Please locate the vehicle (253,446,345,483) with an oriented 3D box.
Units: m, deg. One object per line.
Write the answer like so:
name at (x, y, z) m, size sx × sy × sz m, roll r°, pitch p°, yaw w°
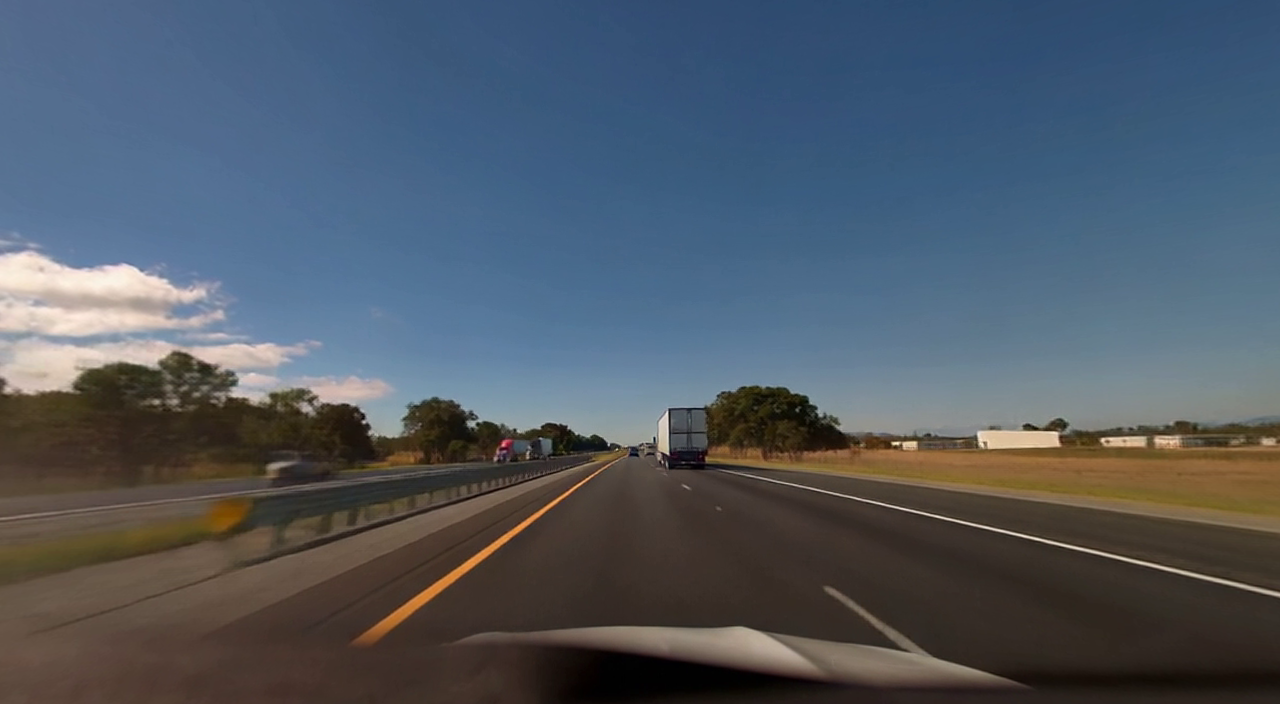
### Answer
vehicle at (-15.575, 5.133, 28.989) m, size 1.870 × 1.543 × 4.152 m, roll 0°, pitch -9°, yaw 0°
